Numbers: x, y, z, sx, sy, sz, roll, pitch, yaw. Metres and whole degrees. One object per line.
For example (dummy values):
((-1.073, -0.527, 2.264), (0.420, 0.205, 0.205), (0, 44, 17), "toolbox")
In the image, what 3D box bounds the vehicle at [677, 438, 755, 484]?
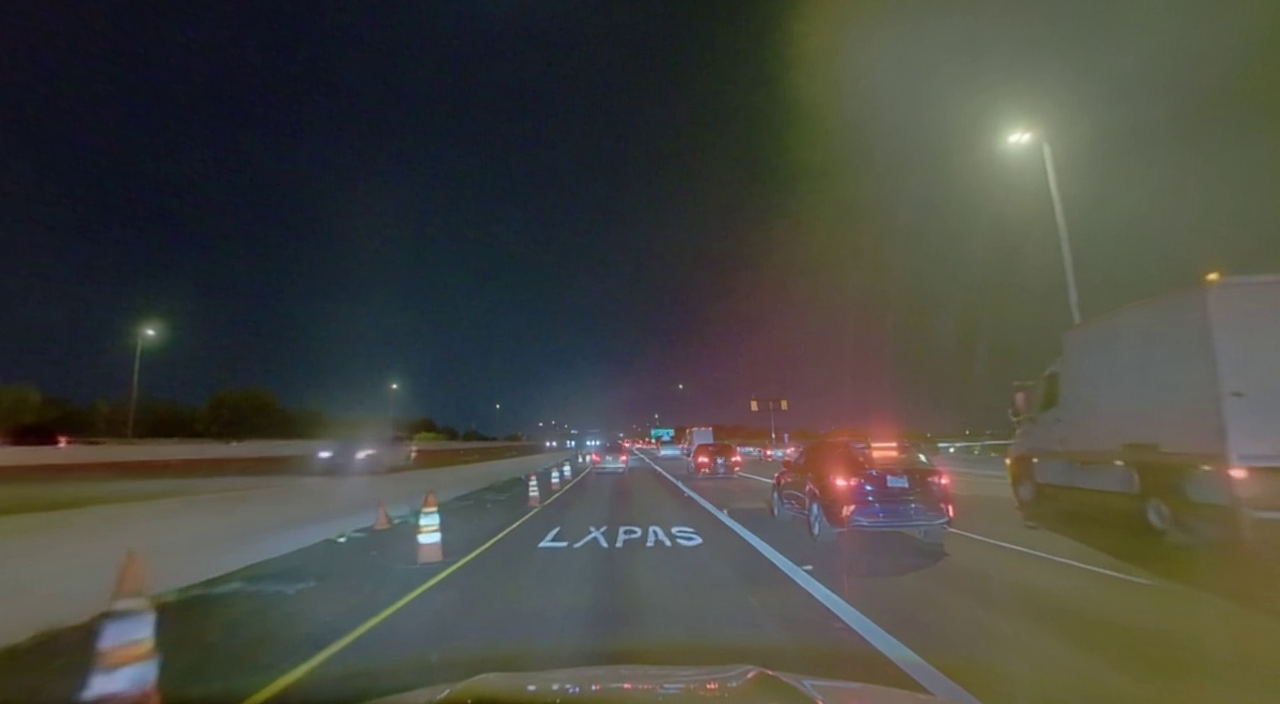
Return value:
((2.587, 3.843, 22.585), (2.042, 1.460, 4.451), (0, -8, -2), "vehicle")

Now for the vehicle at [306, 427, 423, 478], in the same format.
((-9.370, 3.469, 21.944), (2.007, 1.555, 4.466), (0, -9, 1), "vehicle")

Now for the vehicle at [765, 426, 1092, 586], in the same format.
((3.101, 1.738, 8.025), (1.996, 1.455, 4.281), (0, -8, -2), "vehicle")

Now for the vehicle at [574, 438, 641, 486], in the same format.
((-1.049, 3.726, 21.673), (2.069, 1.470, 4.004), (0, -8, -2), "vehicle")

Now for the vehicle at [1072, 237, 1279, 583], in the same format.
((7.744, 0.741, 7.777), (2.575, 3.519, 2.984), (-1, -8, 4), "vehicle")

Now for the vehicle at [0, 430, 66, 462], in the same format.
((-32.650, 4.865, 32.653), (1.885, 1.550, 4.330), (0, -8, -2), "vehicle")
